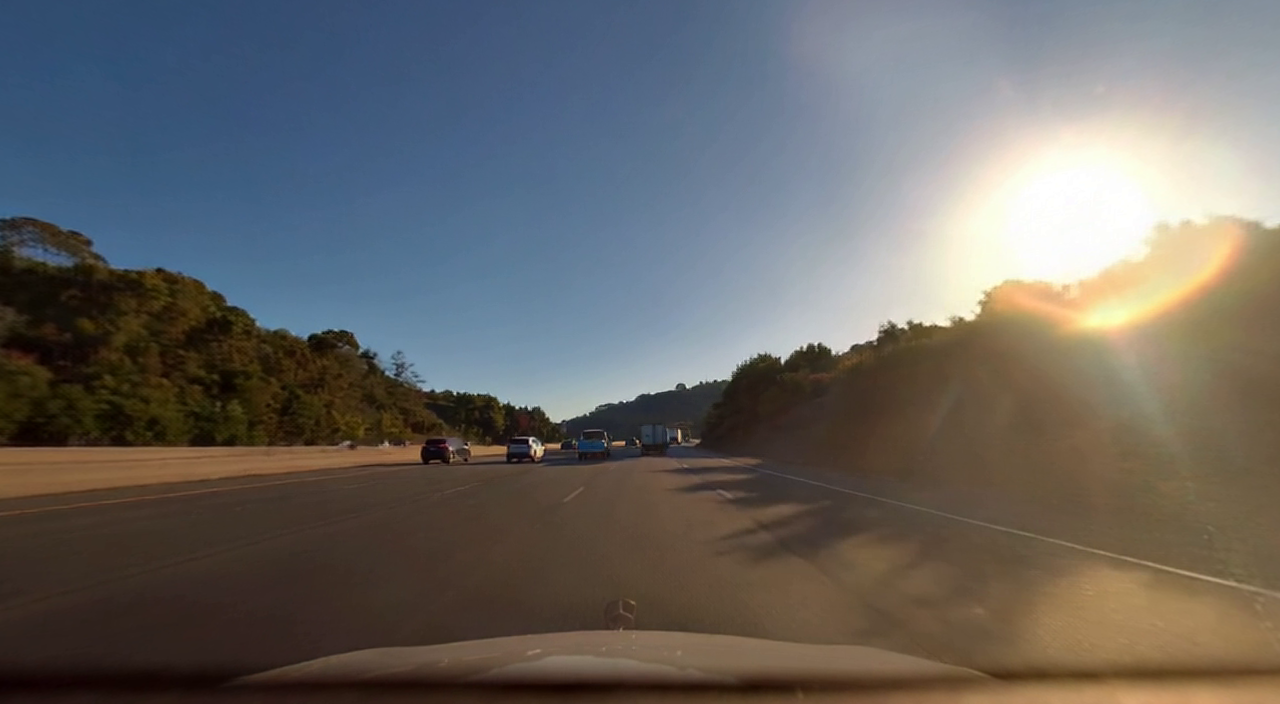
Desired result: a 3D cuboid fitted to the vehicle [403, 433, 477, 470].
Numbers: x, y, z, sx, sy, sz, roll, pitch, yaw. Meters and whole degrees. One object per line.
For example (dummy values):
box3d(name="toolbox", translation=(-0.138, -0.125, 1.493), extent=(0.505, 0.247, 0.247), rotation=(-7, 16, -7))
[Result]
box3d(name="vehicle", translation=(-10.371, 5.208, 33.254), extent=(2.080, 1.777, 5.450), rotation=(0, -8, 1))

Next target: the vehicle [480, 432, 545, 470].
box3d(name="vehicle", translation=(-6.655, 5.251, 33.593), extent=(2.206, 1.838, 4.889), rotation=(0, -8, 3))

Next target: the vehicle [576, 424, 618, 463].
box3d(name="vehicle", translation=(-2.920, 6.336, 43.907), extent=(2.328, 2.519, 5.238), rotation=(0, -8, 2))

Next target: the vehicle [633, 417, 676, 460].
box3d(name="vehicle", translation=(1.013, 6.175, 44.973), extent=(2.768, 2.854, 6.757), rotation=(0, -8, 1))
